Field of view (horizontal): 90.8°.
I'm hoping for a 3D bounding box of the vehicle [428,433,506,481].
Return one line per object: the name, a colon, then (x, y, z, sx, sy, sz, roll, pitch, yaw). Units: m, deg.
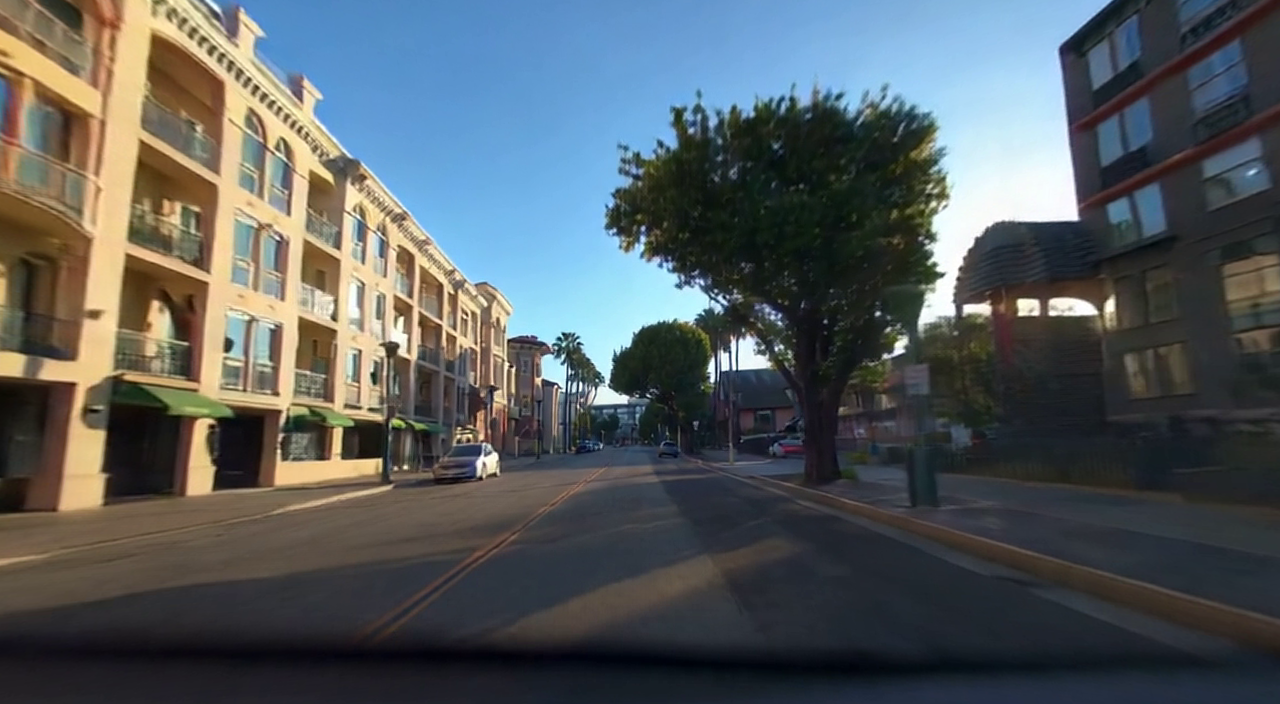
vehicle: (-6.807, 4.161, 25.327, 1.946, 1.640, 4.430, -2, -8, -1)
